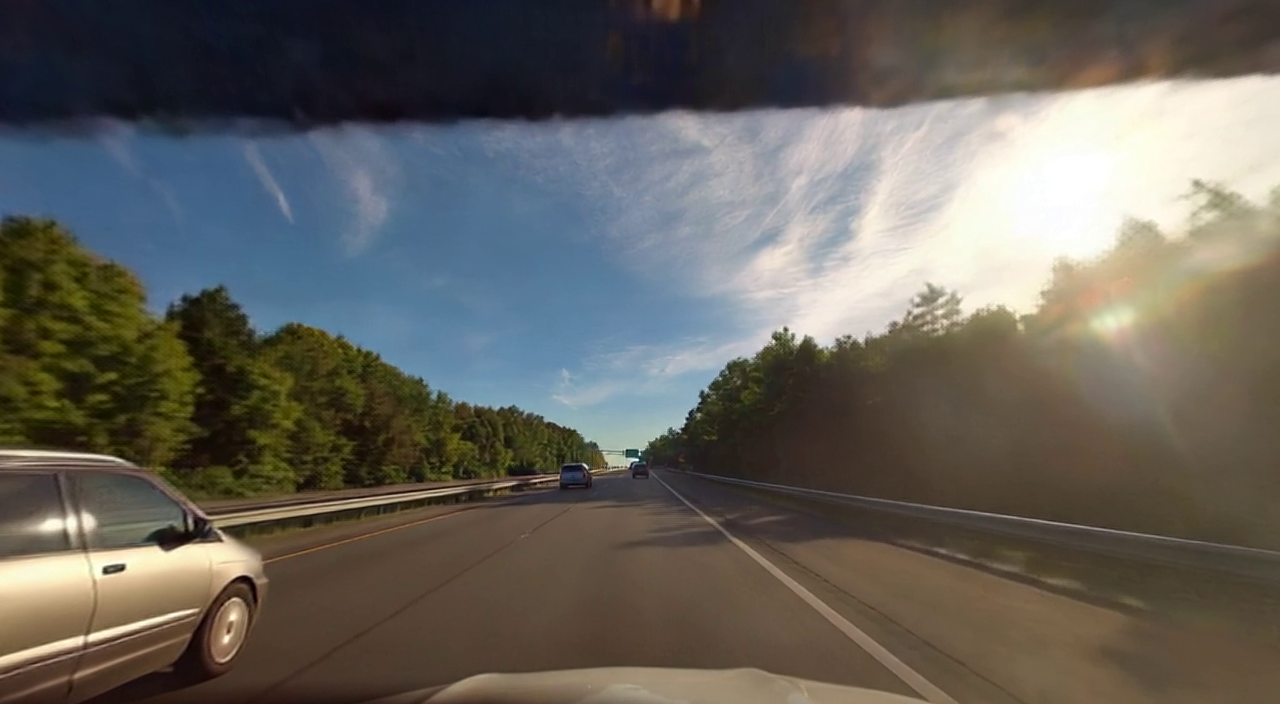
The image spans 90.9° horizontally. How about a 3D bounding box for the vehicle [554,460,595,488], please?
[{"bbox_3d":[-4.001,7.565,39.267,2.081,1.586,4.245,1,-10,0],"label":"vehicle"}]
